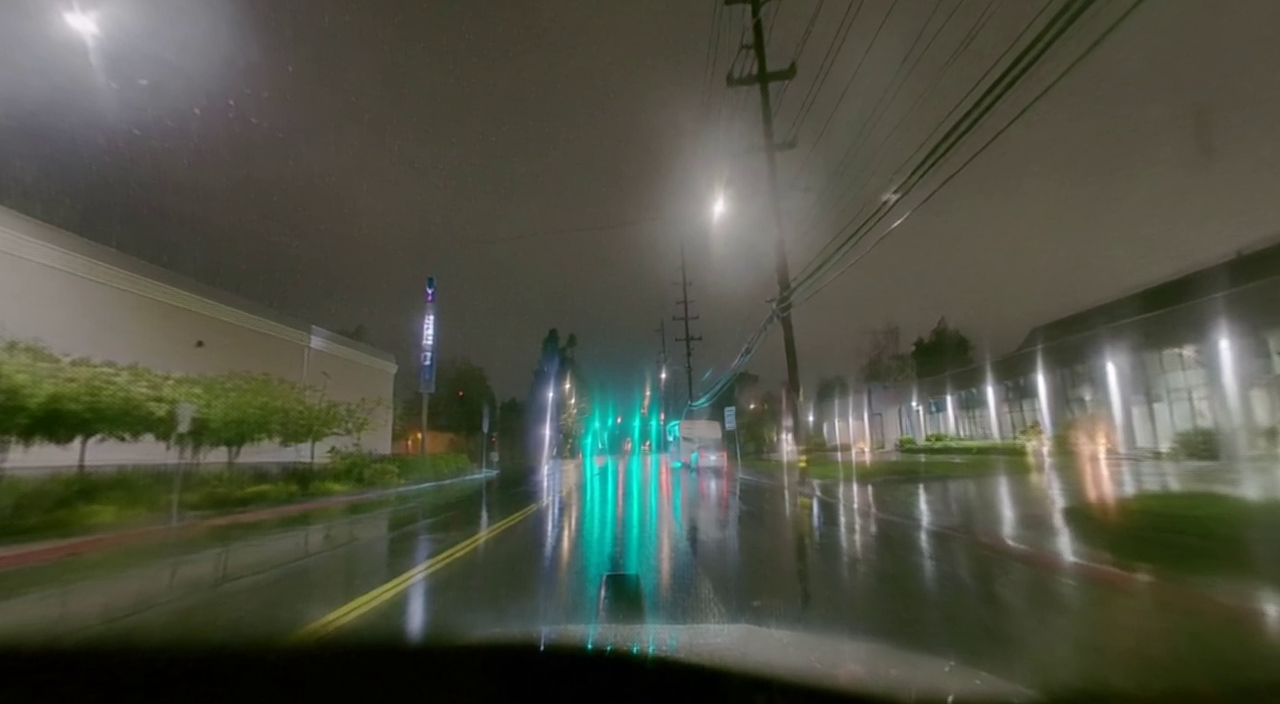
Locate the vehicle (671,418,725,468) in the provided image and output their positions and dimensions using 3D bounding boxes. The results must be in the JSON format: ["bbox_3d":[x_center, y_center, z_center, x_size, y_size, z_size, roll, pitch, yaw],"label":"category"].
[{"bbox_3d":[4.033,6.658,45.955,3.110,3.241,8.788,0,-9,0],"label":"vehicle"}]

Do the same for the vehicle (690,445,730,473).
[{"bbox_3d":[4.227,6.478,38.440,1.852,1.497,3.672,-2,-8,-2],"label":"vehicle"}]
